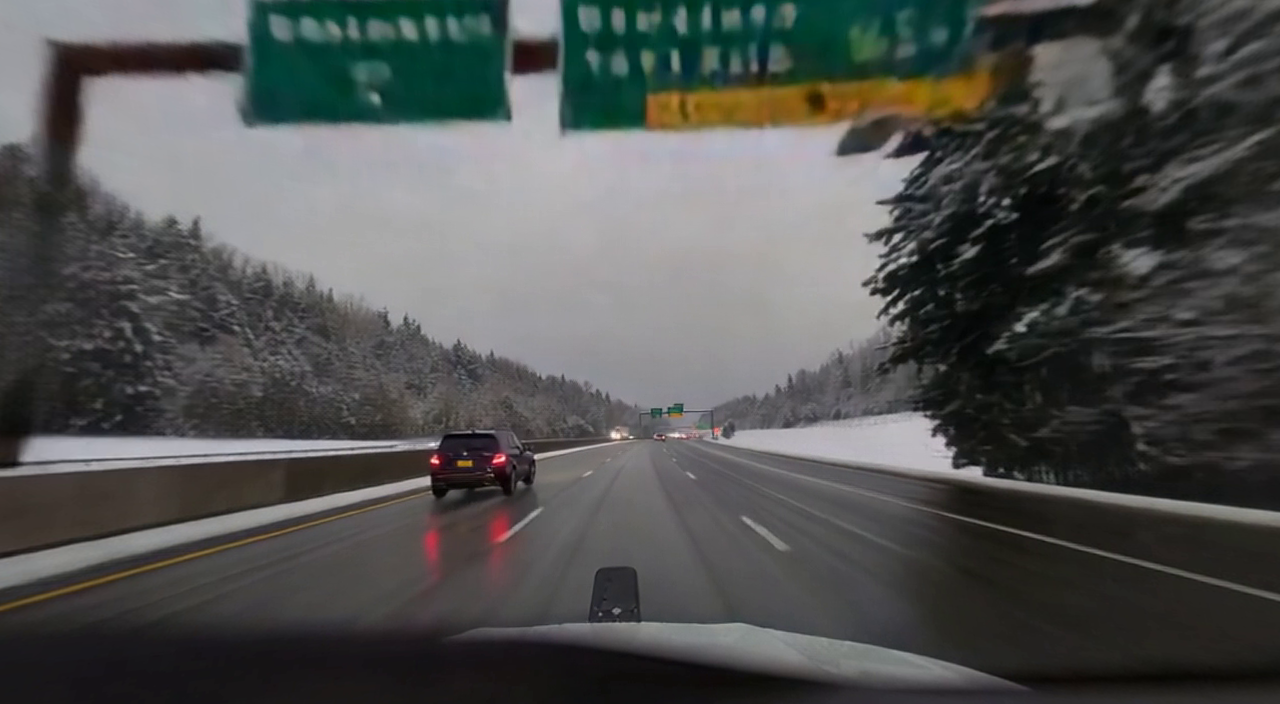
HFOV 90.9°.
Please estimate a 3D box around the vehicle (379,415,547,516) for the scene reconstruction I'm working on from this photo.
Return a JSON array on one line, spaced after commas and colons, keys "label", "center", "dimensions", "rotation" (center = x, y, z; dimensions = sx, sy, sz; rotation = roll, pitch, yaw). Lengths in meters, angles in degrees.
[{"label": "vehicle", "center": [-3.212, 2.145, 12.443], "dimensions": [2.084, 1.654, 4.080], "rotation": [0, -8, 1]}]
